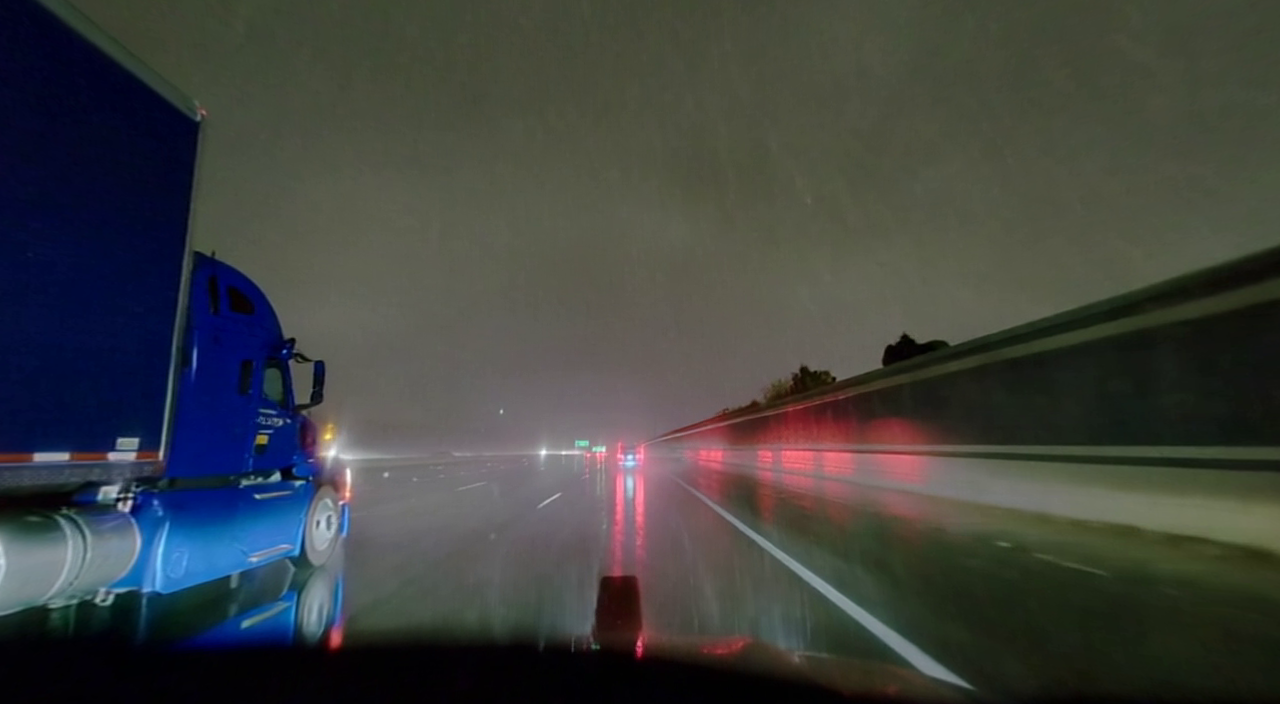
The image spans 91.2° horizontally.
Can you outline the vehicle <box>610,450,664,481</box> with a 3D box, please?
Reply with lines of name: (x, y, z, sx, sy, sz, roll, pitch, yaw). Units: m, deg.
vehicle: (-0.265, 5.498, 30.738, 2.398, 1.336, 5.698, 0, -9, -2)
